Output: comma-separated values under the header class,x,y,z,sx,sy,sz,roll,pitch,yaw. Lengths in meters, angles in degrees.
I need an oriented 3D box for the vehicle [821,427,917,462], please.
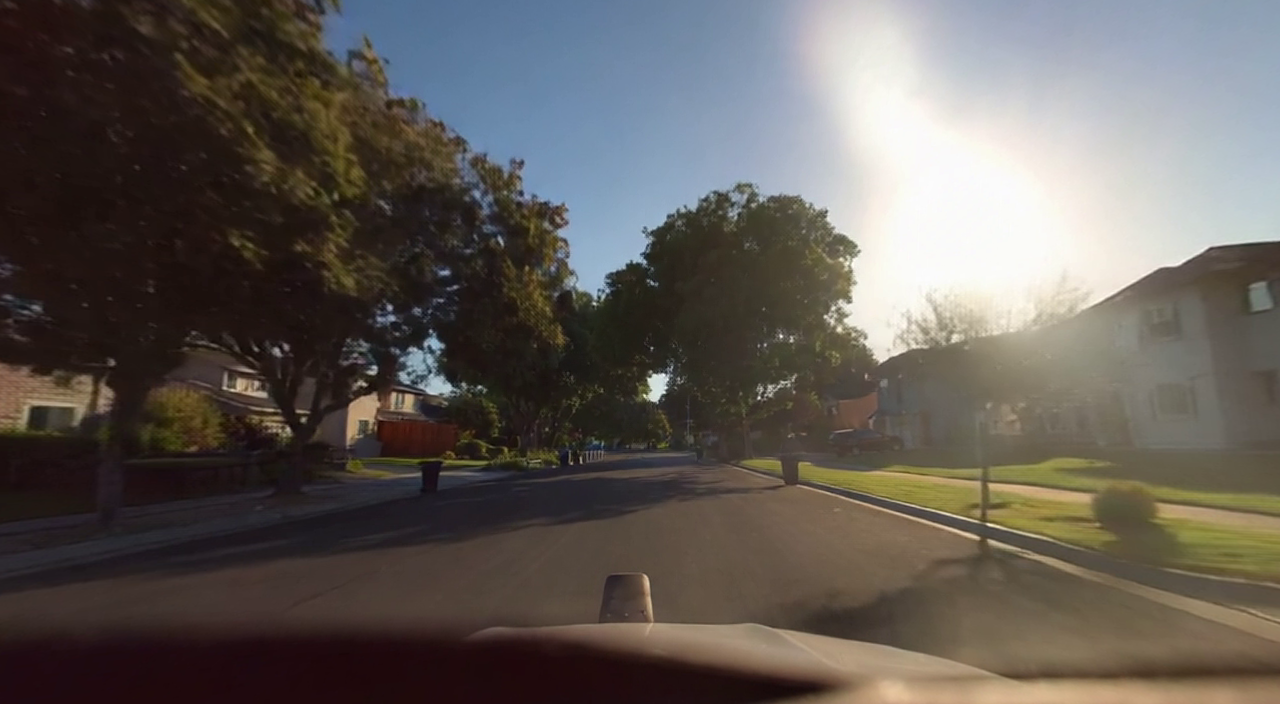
class,x,y,z,sx,sy,sz,roll,pitch,yaw
vehicle,12.862,5.208,35.529,4.581,1.853,2.024,2,-8,-7
